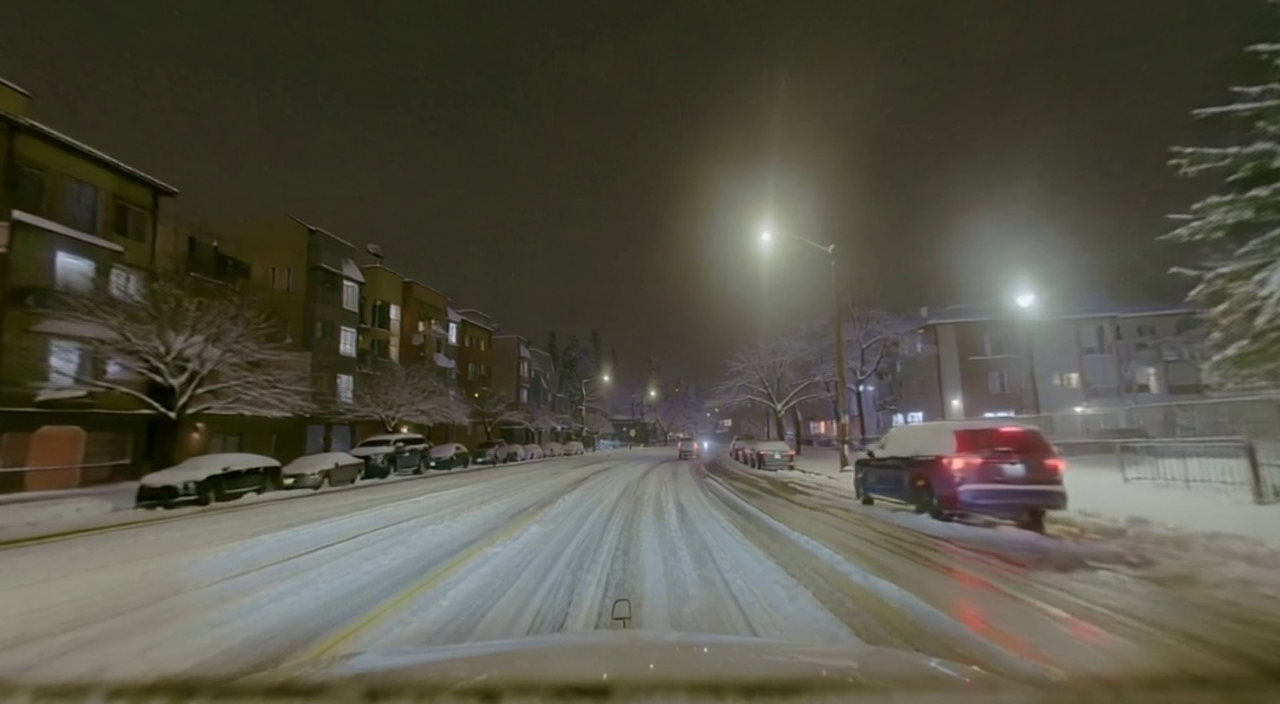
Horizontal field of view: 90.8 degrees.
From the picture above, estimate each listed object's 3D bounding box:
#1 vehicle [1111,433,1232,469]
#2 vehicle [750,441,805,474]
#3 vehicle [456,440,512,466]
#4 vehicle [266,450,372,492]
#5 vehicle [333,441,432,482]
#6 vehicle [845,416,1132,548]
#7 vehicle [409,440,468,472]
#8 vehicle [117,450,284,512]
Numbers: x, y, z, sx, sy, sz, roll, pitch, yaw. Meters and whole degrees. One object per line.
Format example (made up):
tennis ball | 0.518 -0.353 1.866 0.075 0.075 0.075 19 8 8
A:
vehicle | 22.755 4.232 27.250 1.797 1.425 3.794 0 -8 -3
vehicle | 6.674 5.170 31.177 1.947 1.487 4.549 0 -8 3
vehicle | -11.652 7.553 47.626 2.137 1.835 5.833 -1 -8 7
vehicle | -12.338 4.566 24.638 1.723 1.418 4.359 0 -8 2
vehicle | -12.454 5.296 31.106 2.290 1.799 5.801 0 -8 1
vehicle | 5.646 2.165 11.405 2.102 1.781 5.470 0 -8 1
vehicle | -12.254 6.299 38.682 2.001 1.836 4.471 0 -8 2
vehicle | -12.248 3.580 17.978 1.926 1.499 3.869 0 -8 0
